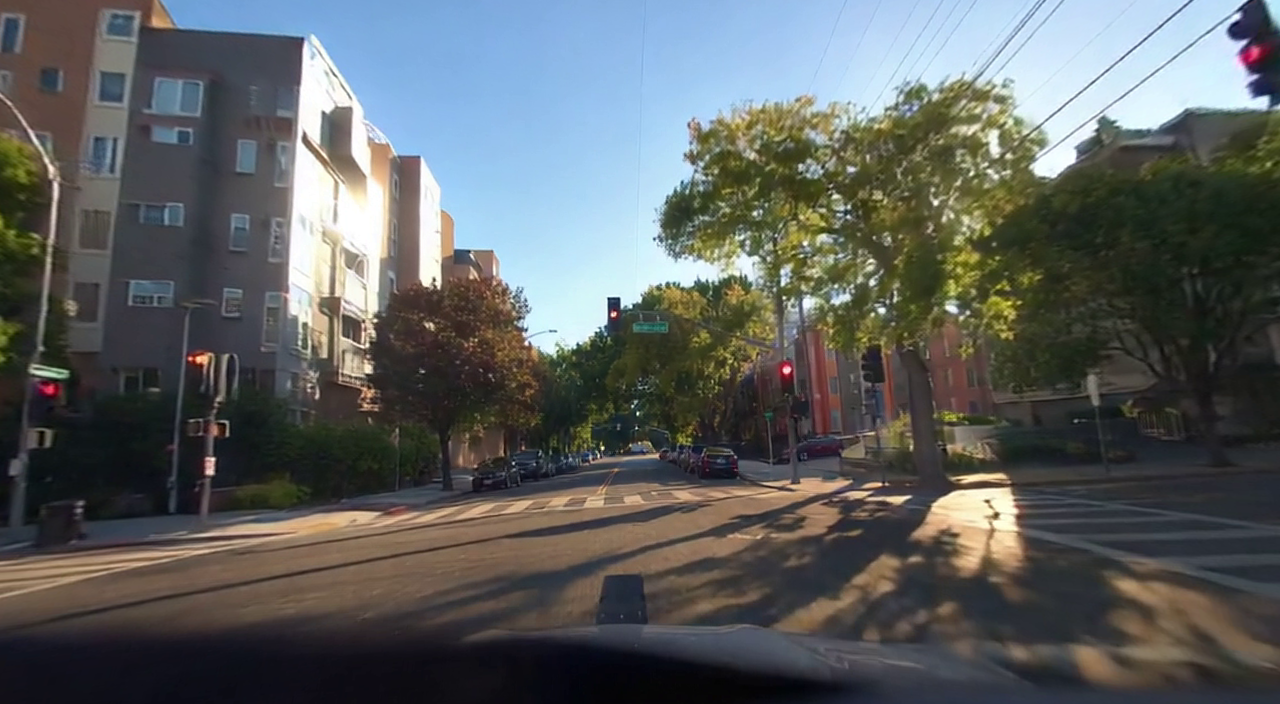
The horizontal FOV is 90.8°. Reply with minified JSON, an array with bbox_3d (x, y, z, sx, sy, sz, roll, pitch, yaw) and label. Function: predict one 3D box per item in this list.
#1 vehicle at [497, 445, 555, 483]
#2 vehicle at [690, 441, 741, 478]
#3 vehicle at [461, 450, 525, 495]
[{"bbox_3d":[-6.429,6.330,36.145,2.175,1.849,4.725,-5,-8,2],"label":"vehicle"},{"bbox_3d":[3.602,5.199,30.935,1.924,1.657,4.665,0,-8,0],"label":"vehicle"},{"bbox_3d":[-6.676,5.471,29.114,1.763,1.612,4.462,-8,-8,-2],"label":"vehicle"}]
